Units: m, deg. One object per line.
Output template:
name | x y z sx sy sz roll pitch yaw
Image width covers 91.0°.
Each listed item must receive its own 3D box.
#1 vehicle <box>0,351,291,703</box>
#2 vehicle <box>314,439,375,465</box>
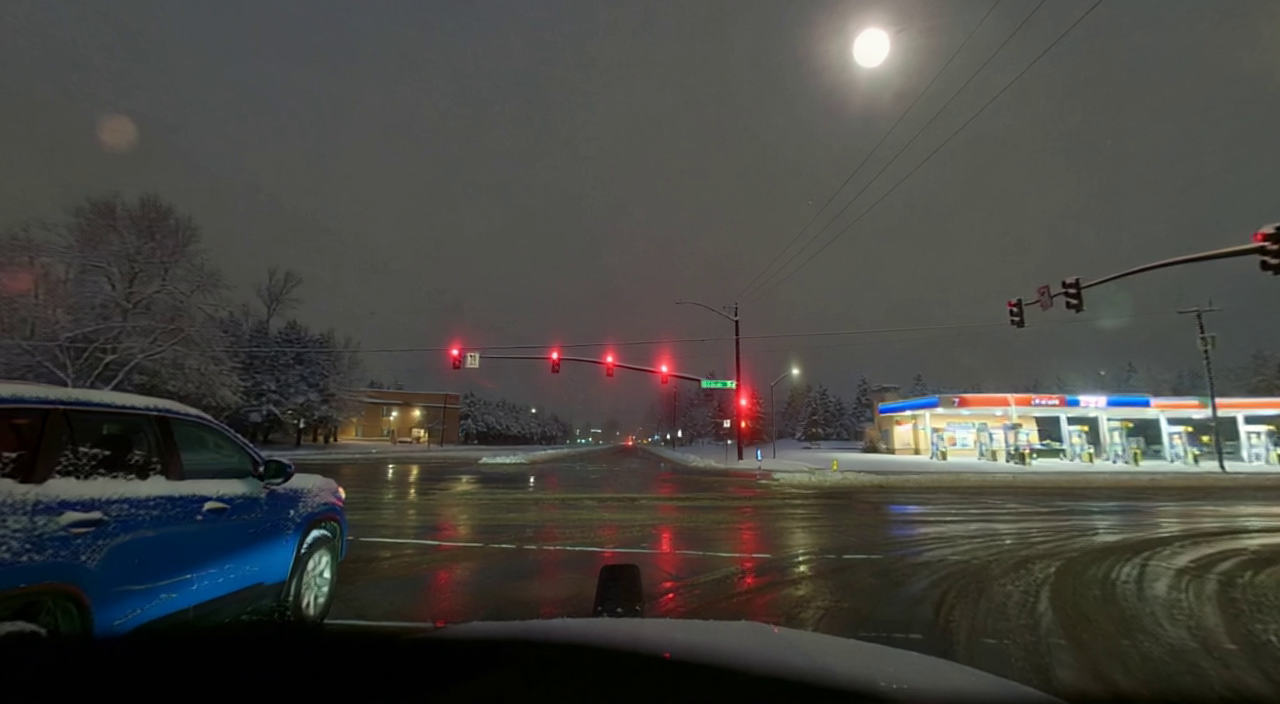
vehicle | -3.441 0.802 2.037 2.053 1.690 4.364 0 -9 1
vehicle | -20.487 6.922 43.832 2.004 1.699 4.486 0 -9 0
